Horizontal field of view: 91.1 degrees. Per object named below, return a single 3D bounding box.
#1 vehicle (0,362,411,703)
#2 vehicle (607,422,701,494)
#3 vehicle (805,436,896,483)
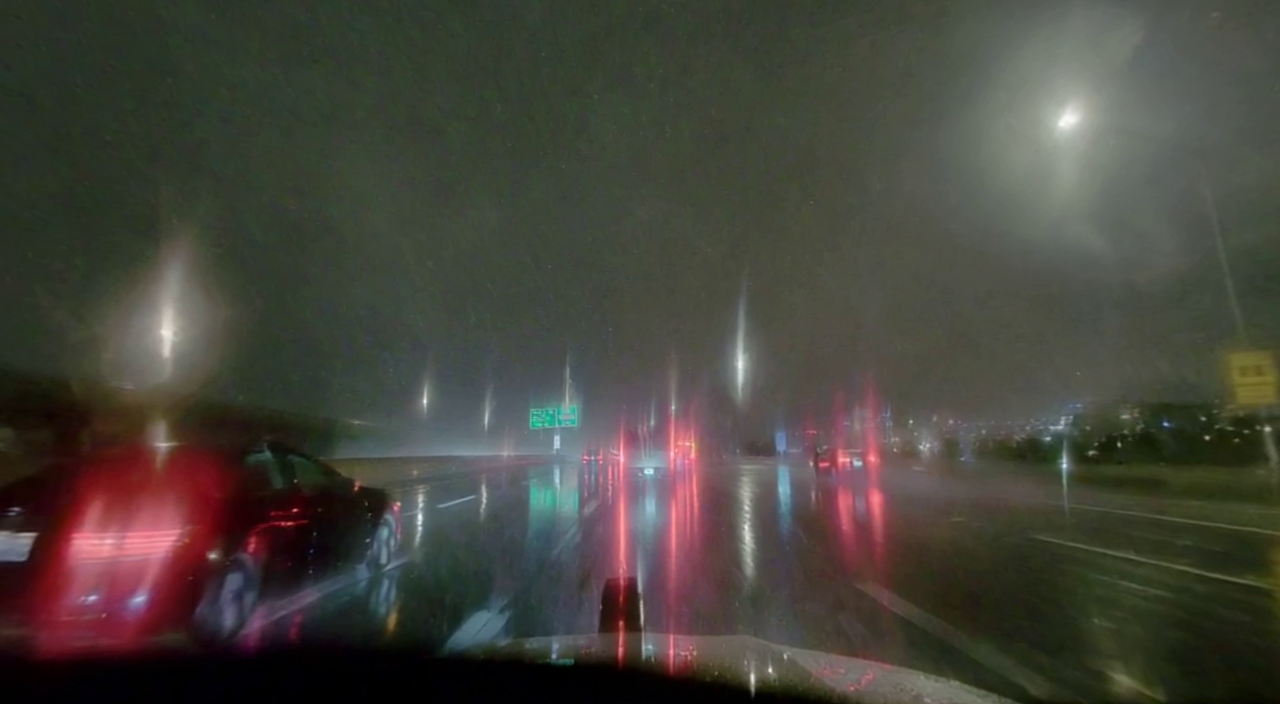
[{"bbox_3d":[-3.558,1.165,4.653,2.099,1.640,4.134,0,-9,1],"label":"vehicle"},{"bbox_3d":[0.374,3.540,21.317,2.732,2.065,5.826,0,-9,-1],"label":"vehicle"},{"bbox_3d":[8.707,4.493,26.486,2.133,1.770,4.537,0,-9,-1],"label":"vehicle"}]
